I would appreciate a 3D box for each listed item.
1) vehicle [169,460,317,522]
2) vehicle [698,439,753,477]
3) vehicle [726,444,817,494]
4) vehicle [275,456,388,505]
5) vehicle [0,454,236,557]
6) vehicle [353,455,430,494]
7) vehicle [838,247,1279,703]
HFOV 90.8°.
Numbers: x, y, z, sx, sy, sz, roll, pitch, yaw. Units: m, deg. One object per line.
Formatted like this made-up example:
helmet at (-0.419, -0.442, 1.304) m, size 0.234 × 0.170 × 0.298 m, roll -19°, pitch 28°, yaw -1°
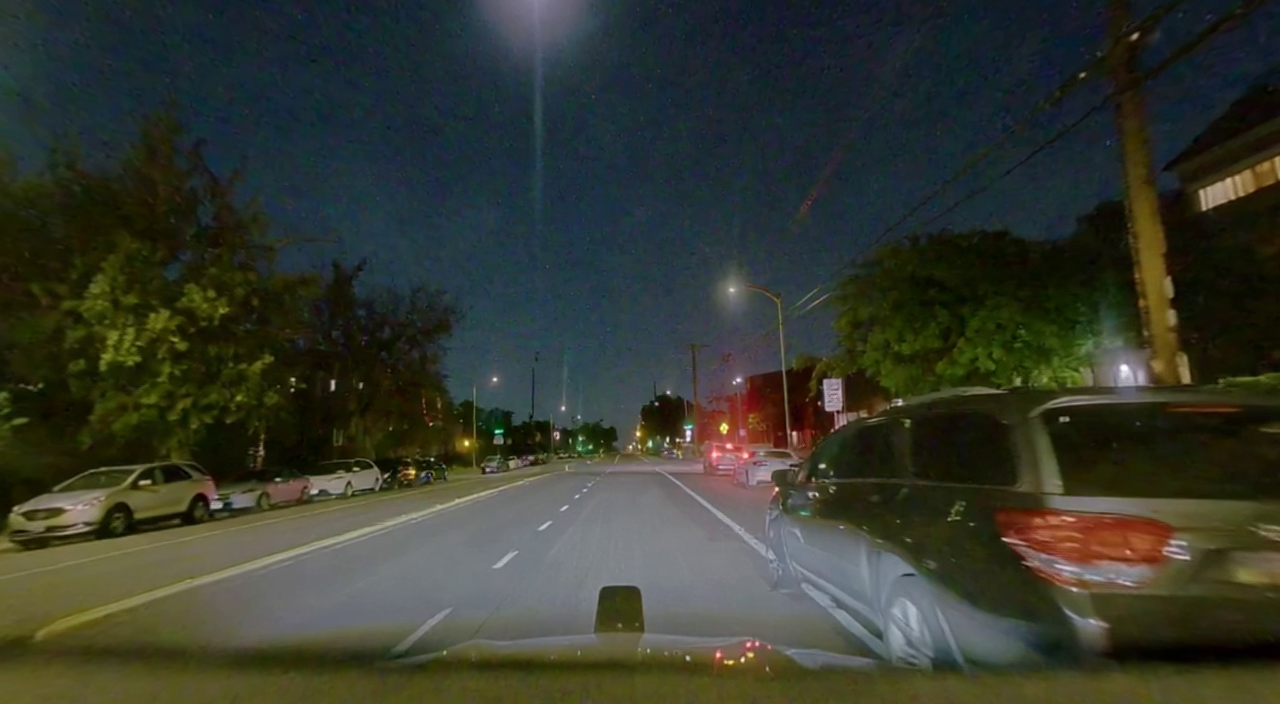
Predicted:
vehicle at (-11.203, 3.906, 18.196) m, size 1.689 × 1.461 × 4.008 m, roll 0°, pitch -9°, yaw -1°
vehicle at (4.296, 5.428, 32.481) m, size 2.126 × 1.802 × 4.259 m, roll 0°, pitch -9°, yaw -2°
vehicle at (4.227, 3.851, 21.151) m, size 1.989 × 1.471 × 4.460 m, roll 0°, pitch -9°, yaw -1°
vehicle at (-11.051, 4.597, 23.084) m, size 1.955 × 1.522 × 4.759 m, roll 0°, pitch -9°, yaw -3°
vehicle at (-11.054, 3.060, 13.372) m, size 2.061 × 1.737 × 4.370 m, roll 0°, pitch -9°, yaw 0°
vehicle at (-11.034, 5.443, 28.365) m, size 1.804 × 1.513 × 4.450 m, roll 0°, pitch -9°, yaw -3°
vehicle at (3.986, 0.829, 3.546) m, size 3.500 × 2.118 × 6.308 m, roll 0°, pitch -7°, yaw -2°
